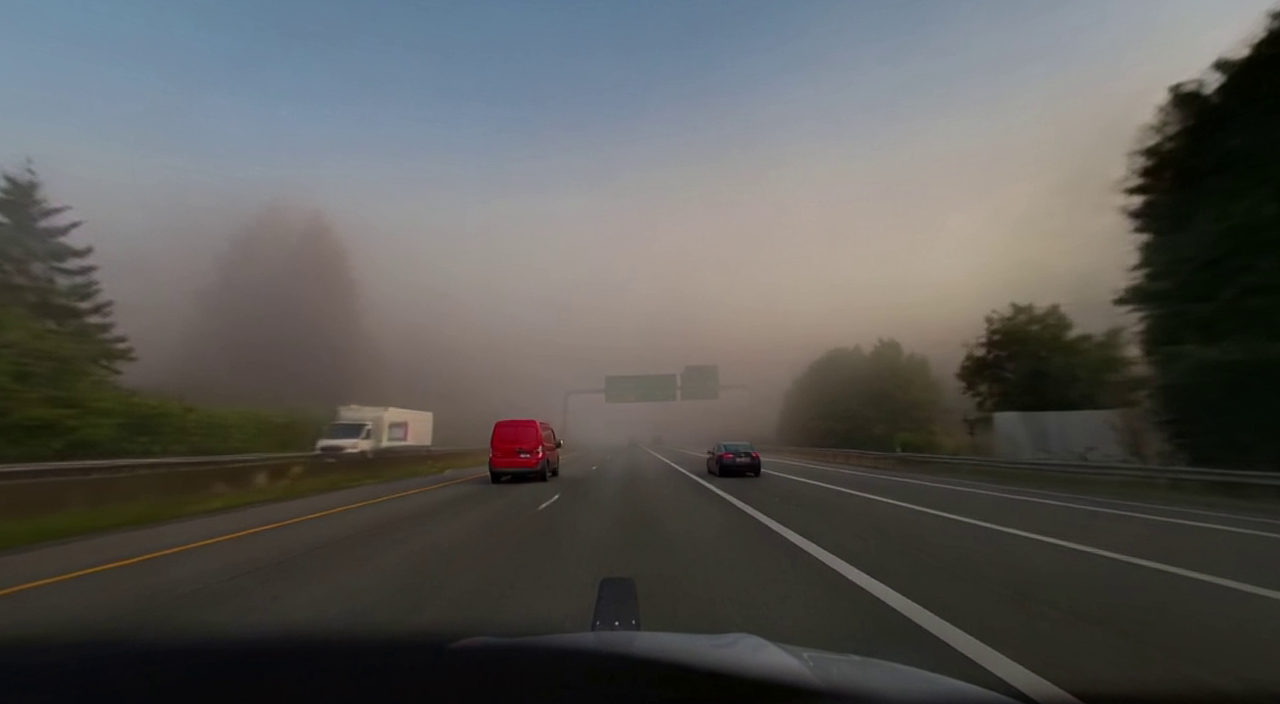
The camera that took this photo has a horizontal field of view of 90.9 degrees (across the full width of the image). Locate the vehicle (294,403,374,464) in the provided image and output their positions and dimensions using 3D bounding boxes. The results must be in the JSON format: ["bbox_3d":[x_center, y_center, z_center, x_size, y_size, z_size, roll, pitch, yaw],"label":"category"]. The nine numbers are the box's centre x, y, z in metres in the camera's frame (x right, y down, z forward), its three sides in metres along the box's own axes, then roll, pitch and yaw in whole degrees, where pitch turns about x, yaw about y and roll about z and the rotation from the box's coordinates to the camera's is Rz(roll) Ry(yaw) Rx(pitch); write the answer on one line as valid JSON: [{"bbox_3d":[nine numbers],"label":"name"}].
[{"bbox_3d":[-20.314,5.458,42.150,2.937,3.848,4.375,0,-8,0],"label":"vehicle"}]

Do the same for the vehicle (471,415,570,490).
[{"bbox_3d":[-3.563,3.113,19.924,2.275,2.053,5.082,1,-8,-2],"label":"vehicle"}]

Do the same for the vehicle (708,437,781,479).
[{"bbox_3d":[3.907,4.006,24.240,2.020,1.464,3.803,1,-8,-2],"label":"vehicle"}]
